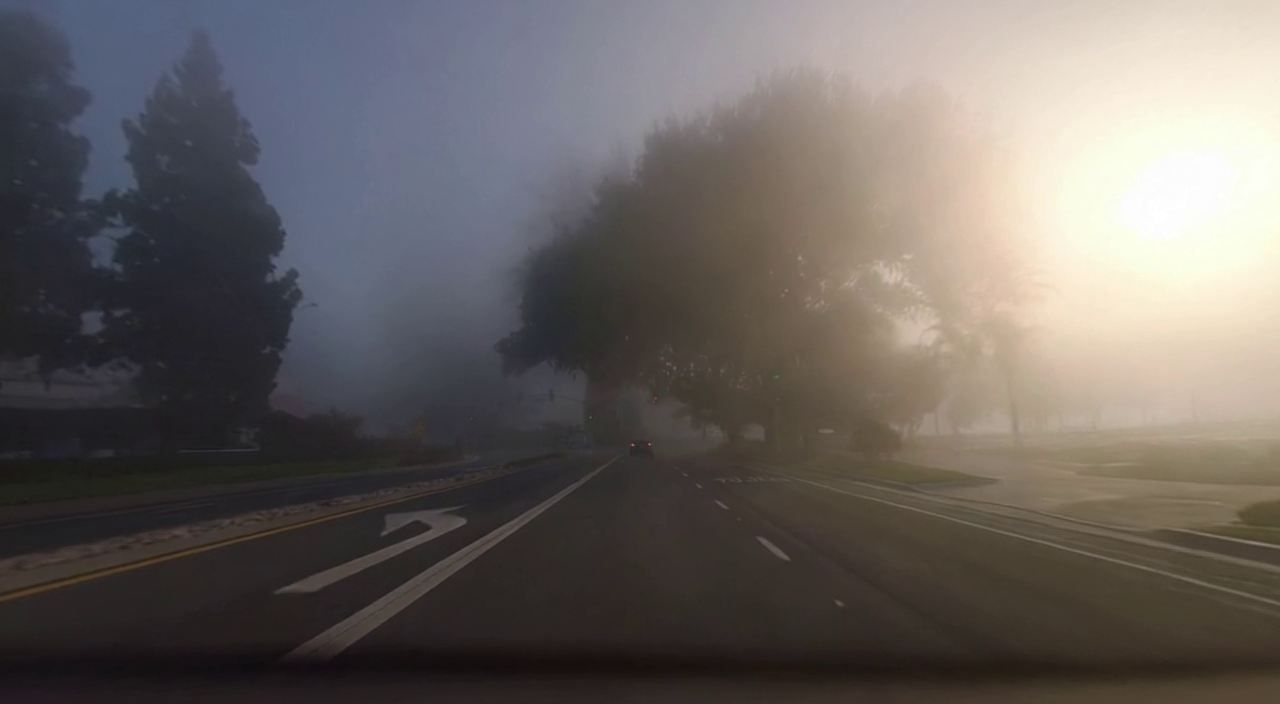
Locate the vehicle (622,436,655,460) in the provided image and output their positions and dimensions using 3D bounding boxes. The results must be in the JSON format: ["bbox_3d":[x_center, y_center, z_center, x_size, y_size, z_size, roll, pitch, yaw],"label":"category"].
[{"bbox_3d":[-0.071,6.780,44.645,2.196,1.646,4.109,0,-8,2],"label":"vehicle"}]

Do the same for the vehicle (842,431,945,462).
[{"bbox_3d":[14.004,5.187,34.909,5.001,1.554,1.961,-3,-9,31],"label":"vehicle"}]
